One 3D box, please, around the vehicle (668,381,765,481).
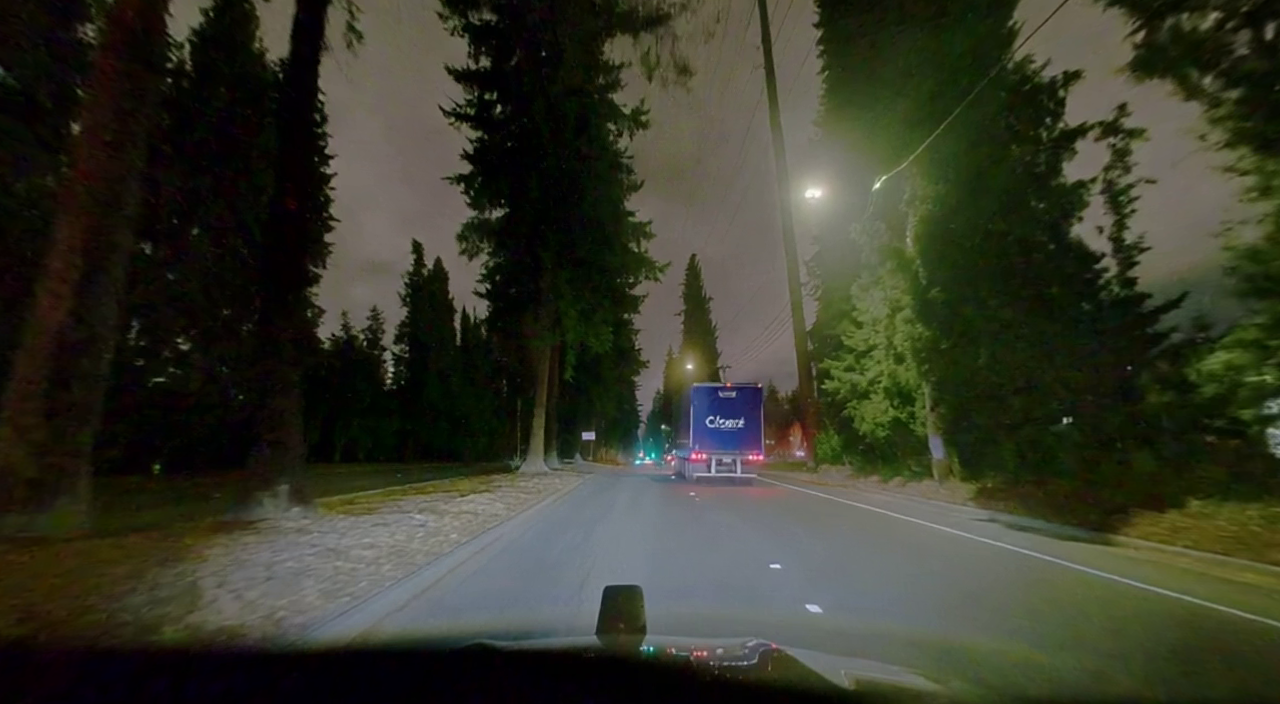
[{"bbox_3d":[3.145,3.706,28.830,2.973,3.848,9.336,0,-8,-2],"label":"vehicle"}]
